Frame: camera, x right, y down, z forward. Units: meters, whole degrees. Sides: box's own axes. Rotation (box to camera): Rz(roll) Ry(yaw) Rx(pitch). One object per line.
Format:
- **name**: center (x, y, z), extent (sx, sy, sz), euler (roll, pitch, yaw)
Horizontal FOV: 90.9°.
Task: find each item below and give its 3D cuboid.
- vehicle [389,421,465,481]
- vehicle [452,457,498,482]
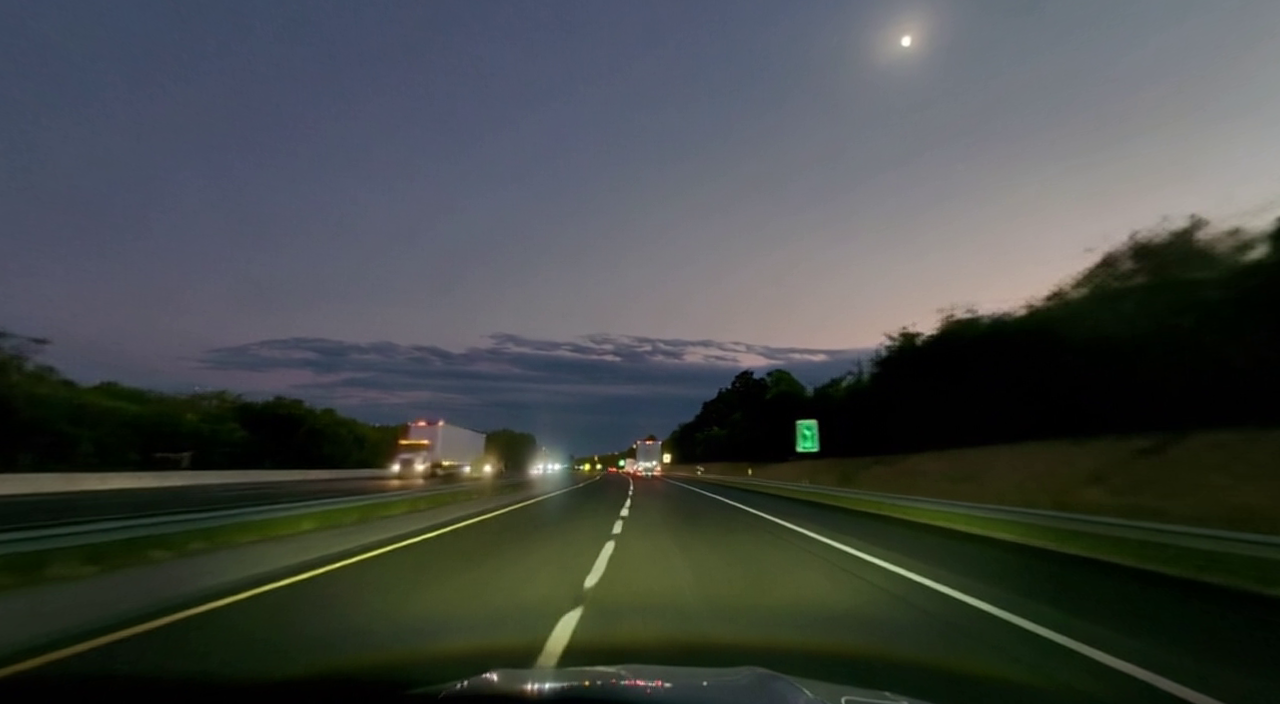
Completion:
- **vehicle**: center (-15.632, 7.390, 46.741), extent (3.462, 4.089, 5.413), euler (1, -11, 0)
- **vehicle**: center (-11.321, 8.104, 43.485), extent (1.919, 1.589, 4.558), euler (1, -11, -1)
